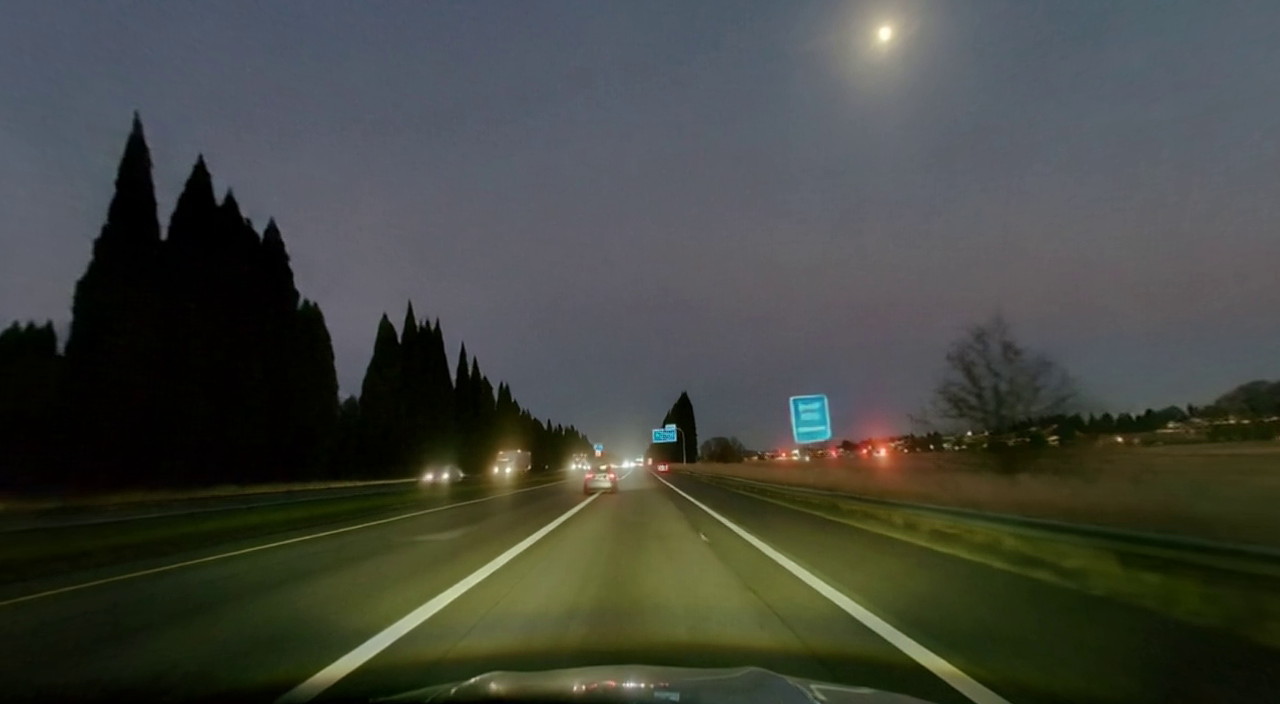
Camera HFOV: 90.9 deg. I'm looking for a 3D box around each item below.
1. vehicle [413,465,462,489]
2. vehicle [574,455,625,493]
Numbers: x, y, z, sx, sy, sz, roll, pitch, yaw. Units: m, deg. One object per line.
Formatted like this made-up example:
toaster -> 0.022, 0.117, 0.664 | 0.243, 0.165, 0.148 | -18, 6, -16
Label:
vehicle -> -12.839, 7.939, 40.230 | 1.810, 1.418, 3.958 | 1, -10, 0
vehicle -> -1.877, 5.895, 30.506 | 2.104, 1.655, 4.039 | 0, -10, 2
